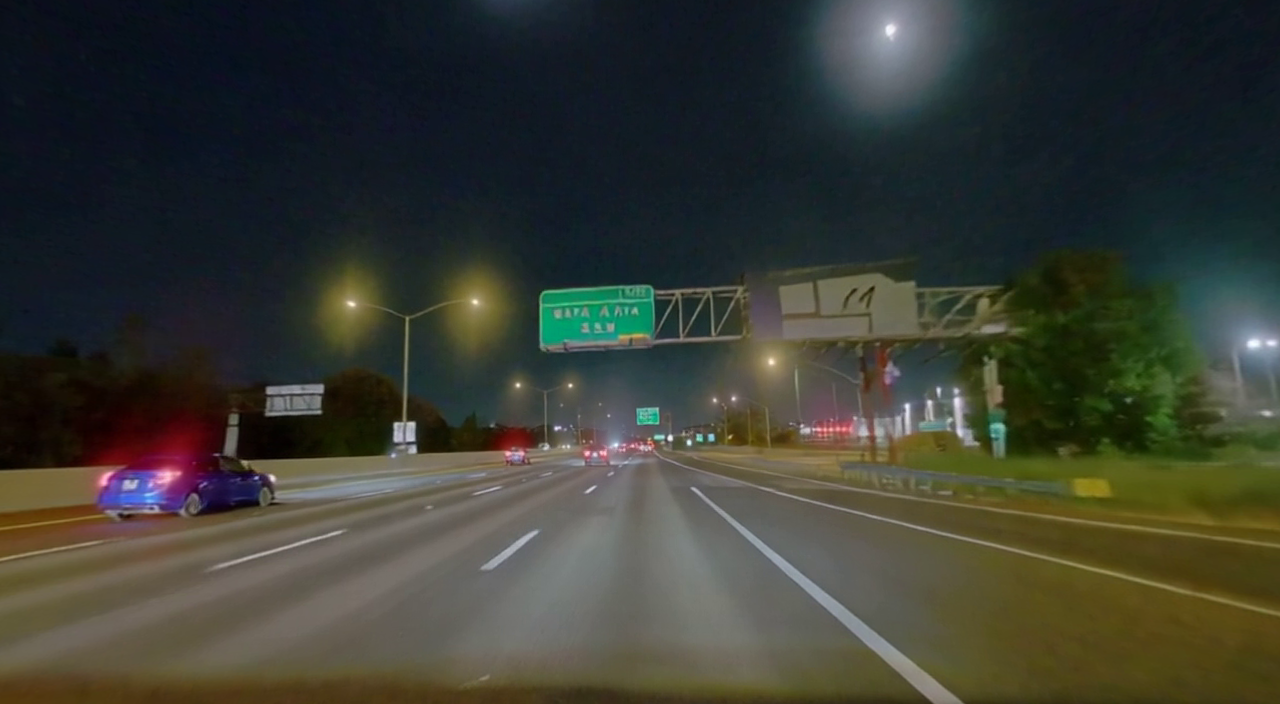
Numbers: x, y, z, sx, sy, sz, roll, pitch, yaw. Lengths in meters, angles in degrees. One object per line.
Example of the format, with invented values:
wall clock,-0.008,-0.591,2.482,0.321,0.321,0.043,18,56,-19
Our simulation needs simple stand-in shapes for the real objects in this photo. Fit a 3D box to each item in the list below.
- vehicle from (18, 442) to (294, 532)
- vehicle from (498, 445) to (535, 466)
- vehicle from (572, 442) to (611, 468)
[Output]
vehicle,-9.829,2.722,13.497,2.002,1.526,4.822,-1,-8,1
vehicle,-9.373,7.838,48.027,1.930,1.490,3.955,-1,-8,1
vehicle,-2.999,6.452,39.736,2.050,1.479,4.342,-1,-8,1
